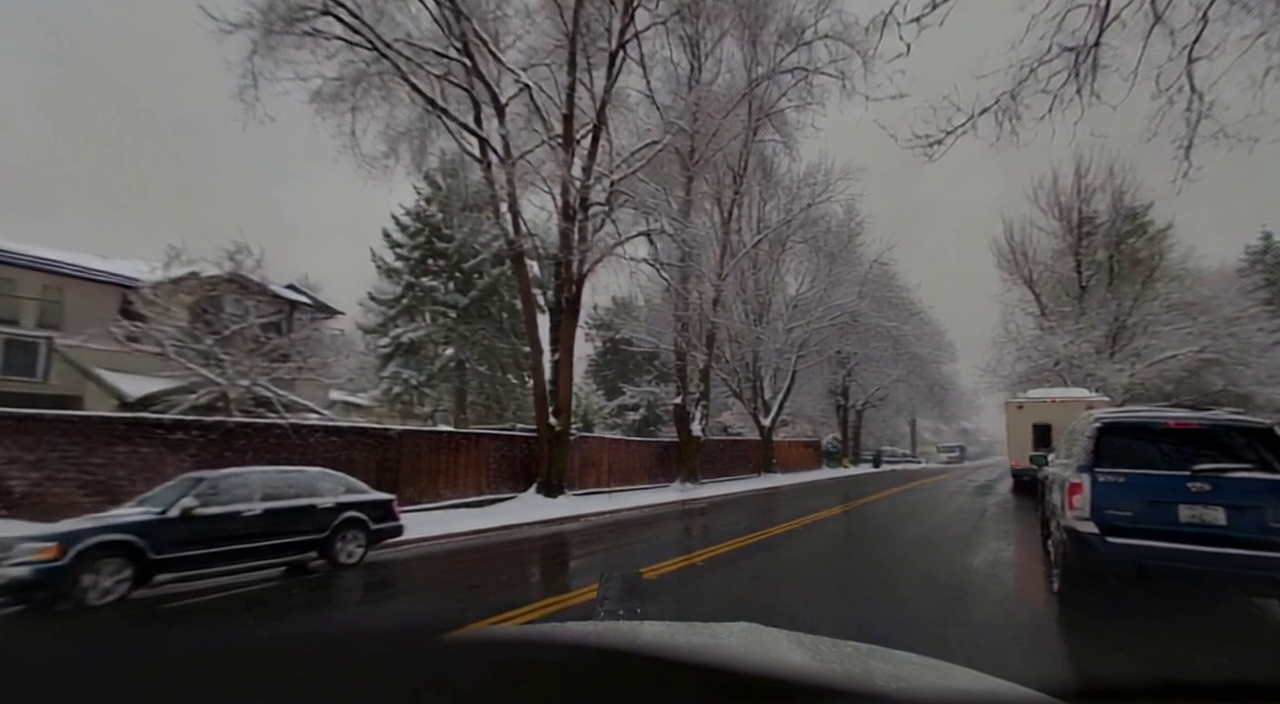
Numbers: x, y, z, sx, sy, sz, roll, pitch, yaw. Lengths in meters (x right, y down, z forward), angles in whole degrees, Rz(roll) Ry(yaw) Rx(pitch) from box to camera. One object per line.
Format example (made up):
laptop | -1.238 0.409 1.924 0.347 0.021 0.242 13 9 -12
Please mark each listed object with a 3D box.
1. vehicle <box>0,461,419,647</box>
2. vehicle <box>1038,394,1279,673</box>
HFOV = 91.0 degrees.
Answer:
vehicle | -5.275 2.159 7.772 1.816 1.489 4.653 -5 -10 30
vehicle | 5.547 1.492 6.600 2.182 1.785 5.726 -4 -8 32
